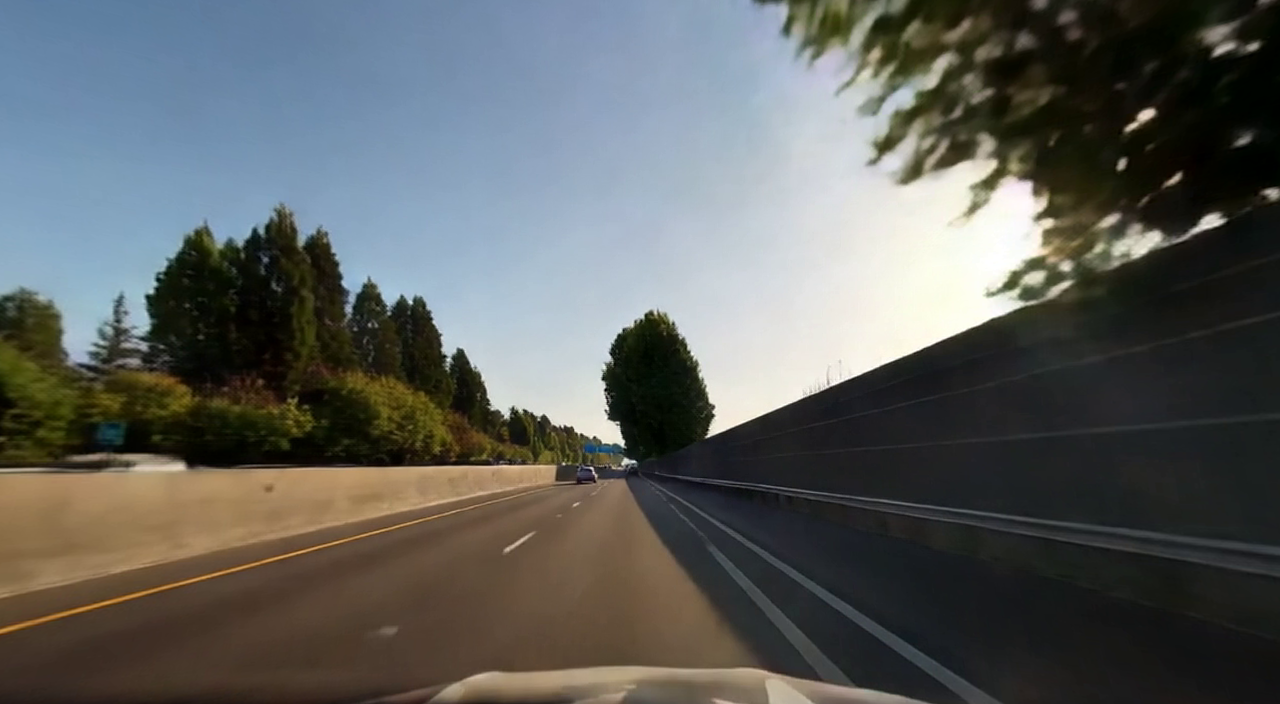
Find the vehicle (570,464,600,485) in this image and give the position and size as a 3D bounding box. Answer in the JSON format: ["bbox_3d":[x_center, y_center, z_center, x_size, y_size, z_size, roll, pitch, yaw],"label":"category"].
[{"bbox_3d":[-4.154,9.332,48.144,2.006,1.469,4.050,1,-10,-1],"label":"vehicle"}]
